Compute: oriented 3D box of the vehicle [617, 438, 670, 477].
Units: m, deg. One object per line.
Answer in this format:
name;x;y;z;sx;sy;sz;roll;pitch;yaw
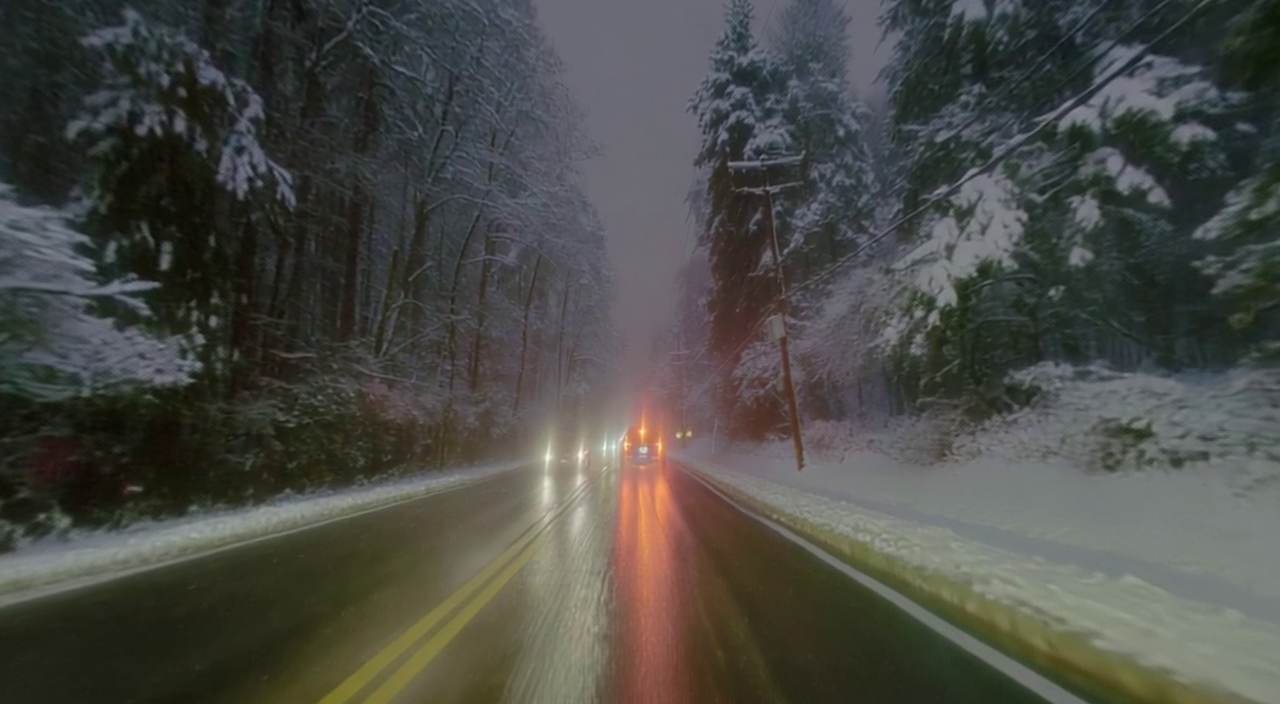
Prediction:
vehicle;0.108;4.451;26.744;2.081;1.503;3.726;0;-8;-1
